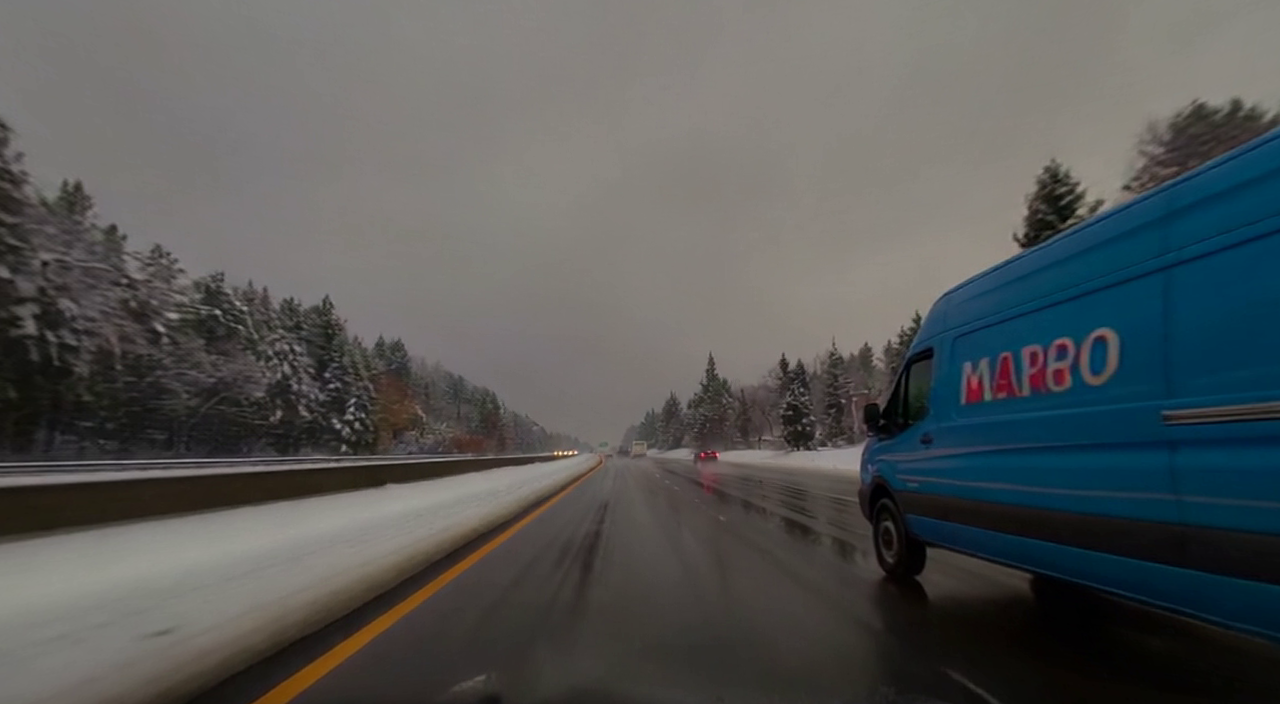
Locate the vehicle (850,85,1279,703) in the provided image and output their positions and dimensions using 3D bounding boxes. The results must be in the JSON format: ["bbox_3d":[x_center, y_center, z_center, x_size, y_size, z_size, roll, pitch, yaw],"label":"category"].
[{"bbox_3d":[3.564,0.446,3.034,2.355,2.664,7.367,0,-9,-1],"label":"vehicle"}]
